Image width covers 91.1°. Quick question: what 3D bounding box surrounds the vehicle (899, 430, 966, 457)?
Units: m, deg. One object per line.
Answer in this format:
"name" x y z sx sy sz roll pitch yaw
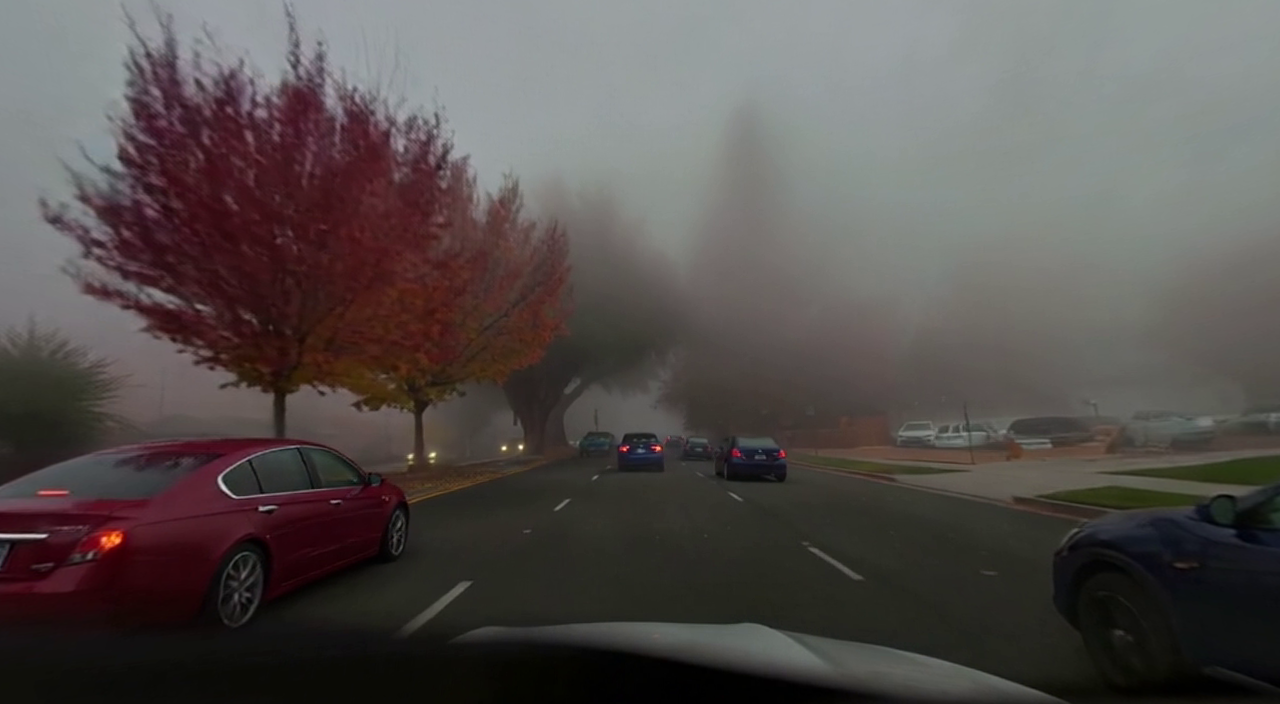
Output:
"vehicle" 18.021 5.729 38.915 1.767 1.400 4.107 -3 -10 -7

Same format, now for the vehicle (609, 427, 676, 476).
"vehicle" 0.074 3.732 23.712 2.293 1.662 4.262 0 -8 0

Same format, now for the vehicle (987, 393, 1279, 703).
"vehicle" 3.402 0.852 2.012 2.060 1.474 4.475 0 -8 1

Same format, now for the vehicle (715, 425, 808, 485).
"vehicle" 3.658 3.205 19.814 2.019 1.675 4.488 0 -8 0

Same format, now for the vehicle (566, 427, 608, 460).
"vehicle" -3.437 6.077 41.754 2.246 2.062 5.123 0 -8 1

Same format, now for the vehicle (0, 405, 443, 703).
"vehicle" -3.480 1.340 5.400 1.997 1.479 4.547 0 -8 1

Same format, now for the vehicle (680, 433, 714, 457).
"vehicle" 4.155 6.834 46.176 2.067 1.687 4.163 0 -8 -1
